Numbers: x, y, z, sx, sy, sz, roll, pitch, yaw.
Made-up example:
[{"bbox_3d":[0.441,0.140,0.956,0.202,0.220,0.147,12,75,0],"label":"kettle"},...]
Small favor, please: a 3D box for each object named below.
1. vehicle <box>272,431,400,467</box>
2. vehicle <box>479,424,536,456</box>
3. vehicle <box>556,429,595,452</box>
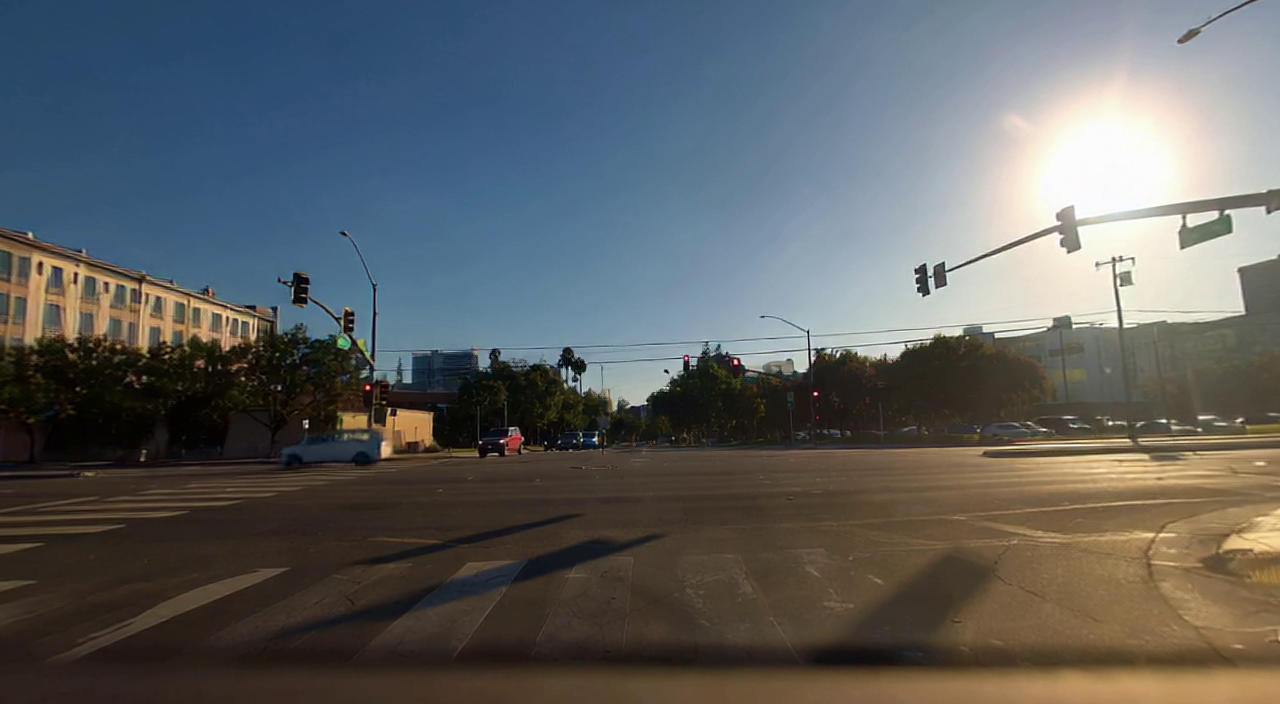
[{"bbox_3d":[-12.863,4.139,26.943,4.510,1.431,1.884,1,-9,-10],"label":"vehicle"},{"bbox_3d":[-8.368,5.664,40.376,2.000,1.864,5.044,-1,-9,7],"label":"vehicle"},{"bbox_3d":[-4.402,6.168,43.767,1.919,1.467,4.086,-1,-9,5],"label":"vehicle"}]
